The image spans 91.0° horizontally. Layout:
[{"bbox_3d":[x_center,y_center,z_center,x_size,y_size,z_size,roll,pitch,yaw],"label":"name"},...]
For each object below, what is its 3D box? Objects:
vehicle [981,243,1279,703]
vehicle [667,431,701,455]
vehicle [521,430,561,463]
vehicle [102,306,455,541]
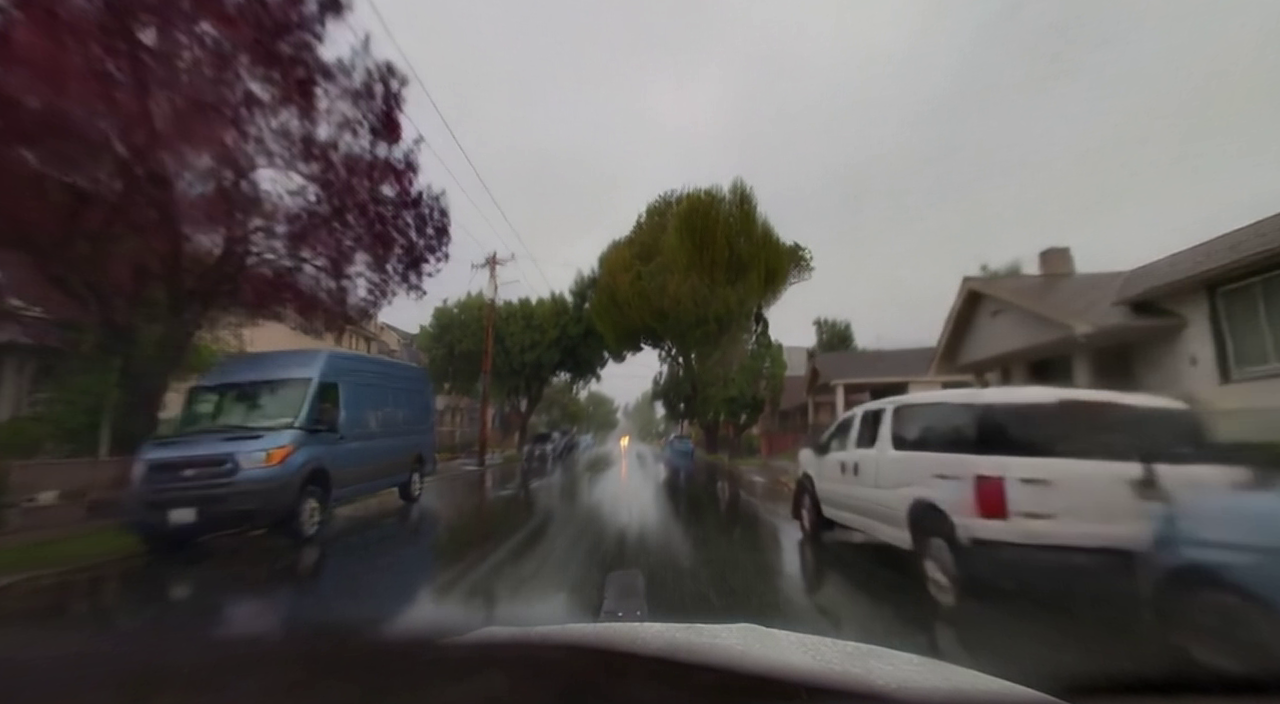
[{"bbox_3d":[3.374,0.551,1.339,2.123,2.123,5.436,0,-8,-1],"label":"vehicle"},{"bbox_3d":[3.293,6.966,48.120,2.159,1.760,5.345,0,-8,-1],"label":"vehicle"},{"bbox_3d":[-7.005,6.822,44.997,1.947,1.480,4.330,-3,-19,2],"label":"vehicle"},{"bbox_3d":[-6.714,1.469,13.638,3.115,3.562,7.695,-1,-6,0],"label":"vehicle"}]
